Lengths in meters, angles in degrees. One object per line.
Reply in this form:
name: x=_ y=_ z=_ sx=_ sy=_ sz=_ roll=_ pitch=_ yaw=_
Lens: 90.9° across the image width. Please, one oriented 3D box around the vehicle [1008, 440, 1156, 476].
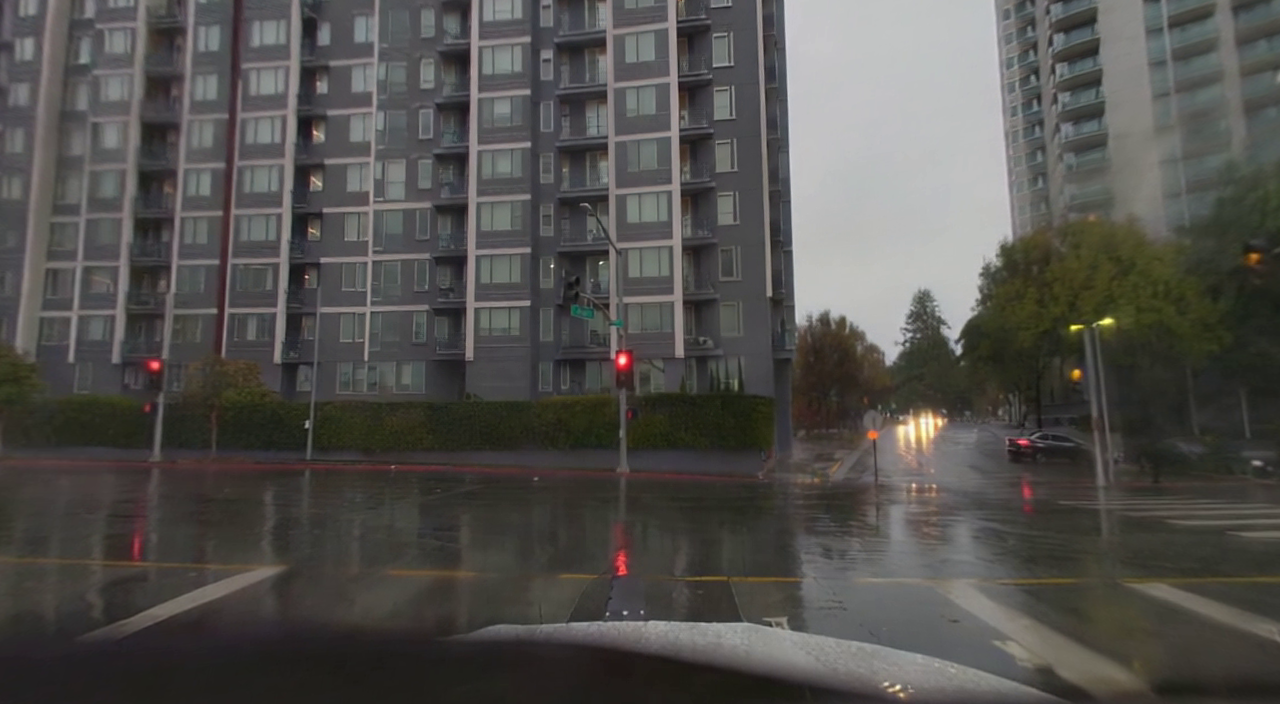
vehicle: x=18.592 y=4.466 z=26.681 sx=4.823 sy=1.458 sz=1.914 roll=0 pitch=-9 yaw=-1
